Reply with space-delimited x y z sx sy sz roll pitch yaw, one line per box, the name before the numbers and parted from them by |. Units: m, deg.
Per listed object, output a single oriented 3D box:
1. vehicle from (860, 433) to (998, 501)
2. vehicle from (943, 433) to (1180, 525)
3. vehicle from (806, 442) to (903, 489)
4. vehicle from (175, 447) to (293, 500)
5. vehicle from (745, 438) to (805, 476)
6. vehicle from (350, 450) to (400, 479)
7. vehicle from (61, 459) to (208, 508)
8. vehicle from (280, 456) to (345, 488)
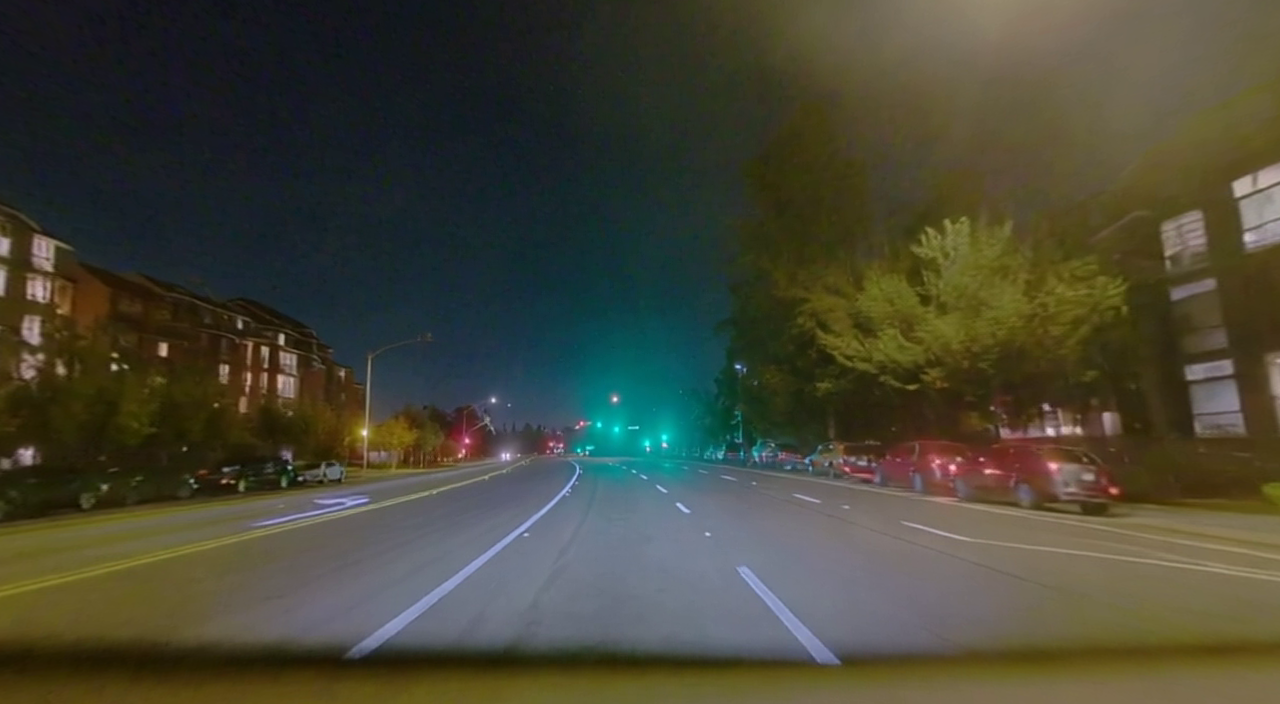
vehicle | 9.203 3.707 20.638 1.991 1.905 4.733 1 -9 -4
vehicle | 9.384 2.856 14.735 2.039 1.752 4.876 1 -9 -2
vehicle | 8.782 4.718 26.390 1.904 1.741 5.106 1 -9 -5
vehicle | -18.496 5.488 29.156 2.111 1.908 5.586 -1 -6 -4
vehicle | 8.042 6.323 38.060 1.970 2.104 5.290 1 -9 -6
vehicle | -19.793 8.392 47.334 2.000 1.751 5.001 -1 -6 -5
vehicle | -18.106 4.693 22.896 1.782 1.462 4.438 -1 -8 -2
vehicle | -19.026 6.940 36.827 1.778 1.433 4.305 -1 -6 -4
